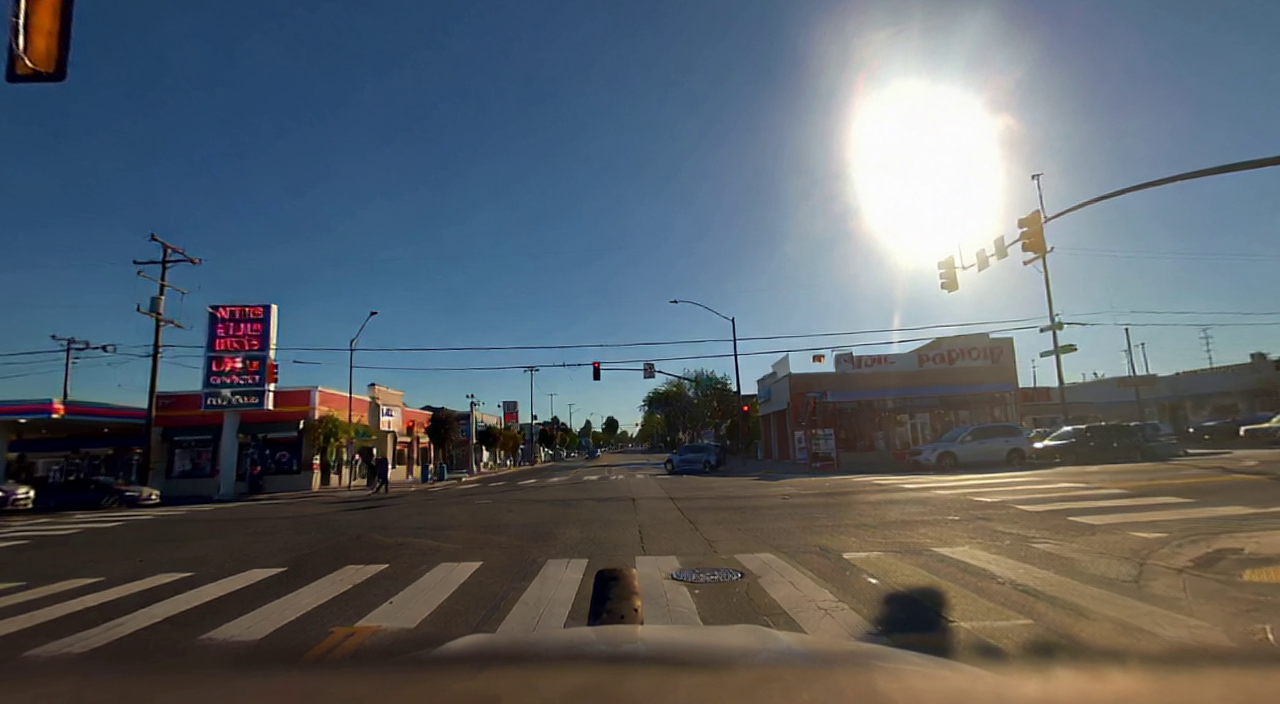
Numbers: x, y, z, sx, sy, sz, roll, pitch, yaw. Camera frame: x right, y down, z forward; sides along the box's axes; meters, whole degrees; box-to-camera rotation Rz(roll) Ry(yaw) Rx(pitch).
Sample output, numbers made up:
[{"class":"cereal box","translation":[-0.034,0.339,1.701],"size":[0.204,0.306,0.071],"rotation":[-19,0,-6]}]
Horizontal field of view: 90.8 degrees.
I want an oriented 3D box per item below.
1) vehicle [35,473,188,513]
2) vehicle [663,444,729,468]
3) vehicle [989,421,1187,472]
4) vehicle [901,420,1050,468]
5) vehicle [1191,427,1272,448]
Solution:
[{"class":"vehicle","translation":[-21.383,5.701,25.667],"size":[4.676,1.463,1.909],"rotation":[-1,-8,6]},{"class":"vehicle","translation":[3.681,6.982,42.432],"size":[1.969,1.491,4.612],"rotation":[5,-10,-33]},{"class":"vehicle","translation":[14.352,3.098,20.629],"size":[4.835,1.487,1.913],"rotation":[-4,-9,20]},{"class":"vehicle","translation":[13.031,3.645,24.948],"size":[4.916,1.730,1.986],"rotation":[-4,-9,21]},{"class":"vehicle","translation":[42.015,6.064,44.900],"size":[4.347,1.446,1.777],"rotation":[1,-9,-9]}]
